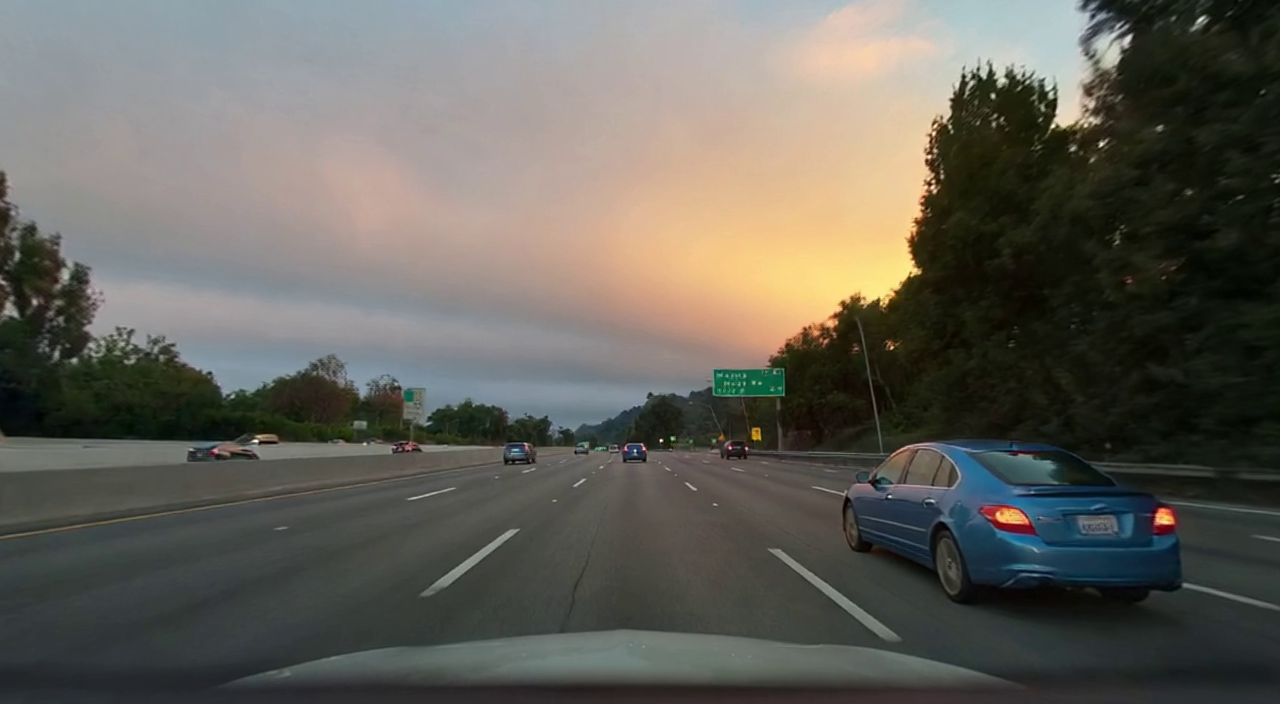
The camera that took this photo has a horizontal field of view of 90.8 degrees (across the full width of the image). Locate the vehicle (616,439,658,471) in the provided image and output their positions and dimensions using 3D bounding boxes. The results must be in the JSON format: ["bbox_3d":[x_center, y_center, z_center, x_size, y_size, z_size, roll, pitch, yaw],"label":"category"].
[{"bbox_3d":[-0.183,5.655,34.849,2.157,1.642,4.189,0,-9,-1],"label":"vehicle"}]

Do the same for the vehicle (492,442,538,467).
[{"bbox_3d":[-8.282,6.797,42.160,2.028,1.552,4.922,0,-9,0],"label":"vehicle"}]

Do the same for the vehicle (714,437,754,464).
[{"bbox_3d":[6.983,7.381,47.519,2.103,1.898,5.310,0,-9,-1],"label":"vehicle"}]

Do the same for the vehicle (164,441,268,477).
[{"bbox_3d":[-21.481,5.430,32.280,2.058,1.667,4.623,0,-9,0],"label":"vehicle"}]

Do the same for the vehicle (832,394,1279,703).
[{"bbox_3d":[3.205,1.255,4.600,2.072,1.501,4.694,0,-9,-1],"label":"vehicle"}]
